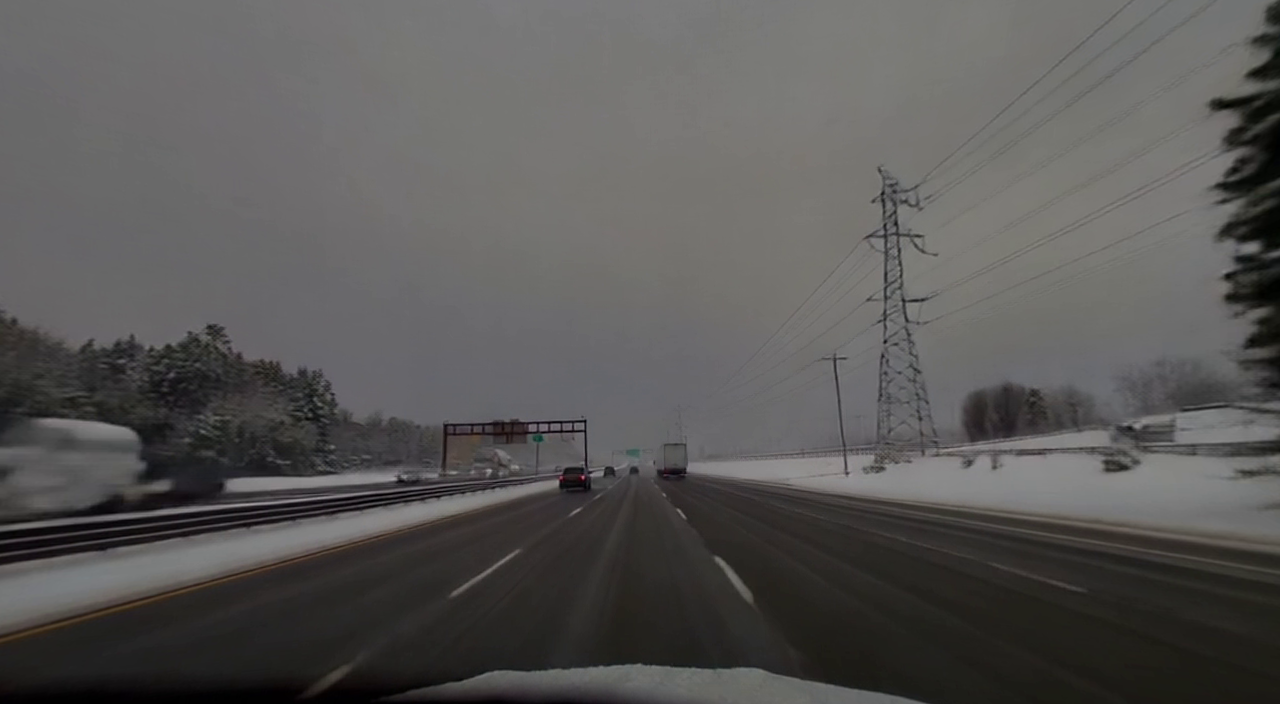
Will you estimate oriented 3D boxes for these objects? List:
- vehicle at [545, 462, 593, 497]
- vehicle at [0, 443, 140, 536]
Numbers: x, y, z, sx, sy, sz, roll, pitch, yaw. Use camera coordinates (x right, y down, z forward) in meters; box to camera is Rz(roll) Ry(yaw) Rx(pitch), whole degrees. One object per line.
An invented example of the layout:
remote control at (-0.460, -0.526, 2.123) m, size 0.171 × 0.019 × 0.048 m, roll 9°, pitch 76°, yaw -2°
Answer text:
vehicle at (-3.474, 6.346, 31.556) m, size 1.942 × 1.597 × 3.943 m, roll 1°, pitch -10°, yaw 0°
vehicle at (-12.052, 2.471, 11.440) m, size 2.013 × 1.575 × 4.759 m, roll 1°, pitch -11°, yaw -1°
